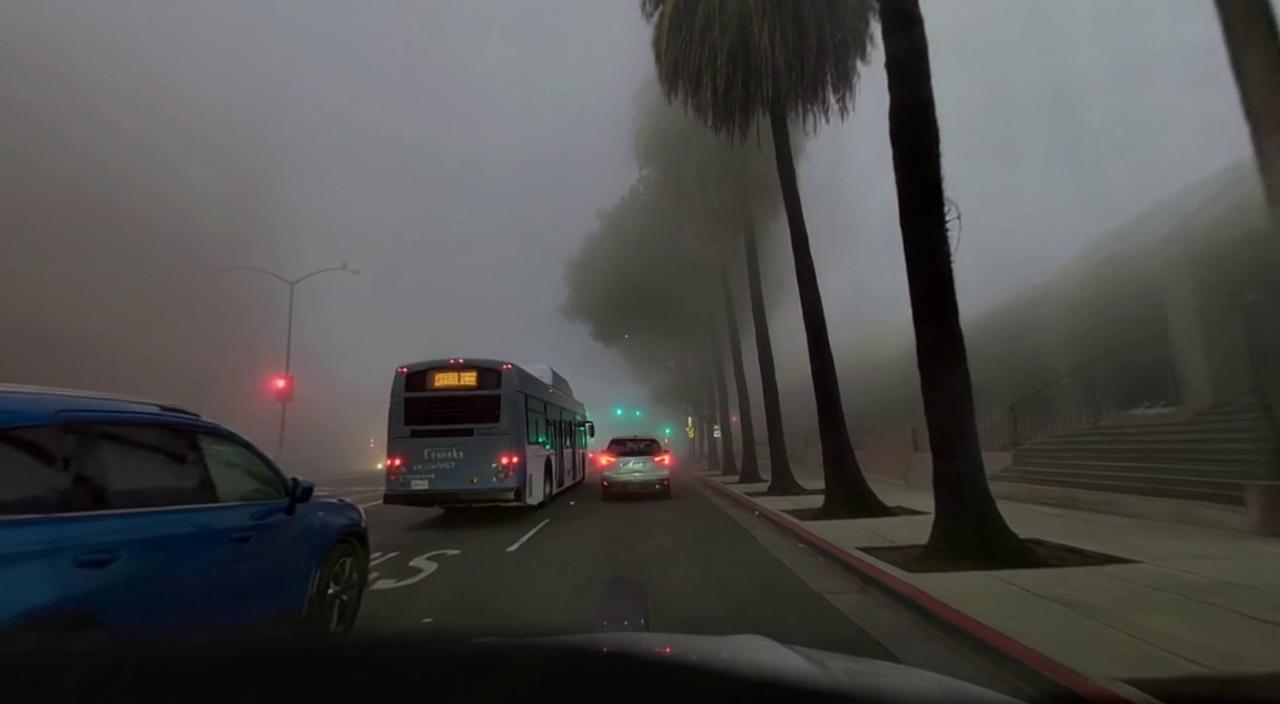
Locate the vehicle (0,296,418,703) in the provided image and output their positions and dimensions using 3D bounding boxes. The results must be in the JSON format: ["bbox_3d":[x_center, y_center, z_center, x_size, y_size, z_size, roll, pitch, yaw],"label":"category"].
[{"bbox_3d":[-3.040,0.919,3.201,2.124,1.799,4.587,0,-8,0],"label":"vehicle"}]

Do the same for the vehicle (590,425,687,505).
[{"bbox_3d":[-0.030,2.762,15.812,2.120,1.727,3.917,0,-8,0],"label":"vehicle"}]

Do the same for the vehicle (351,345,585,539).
[{"bbox_3d":[-3.061,2.012,14.170,2.775,3.064,8.297,0,-8,1],"label":"vehicle"}]
